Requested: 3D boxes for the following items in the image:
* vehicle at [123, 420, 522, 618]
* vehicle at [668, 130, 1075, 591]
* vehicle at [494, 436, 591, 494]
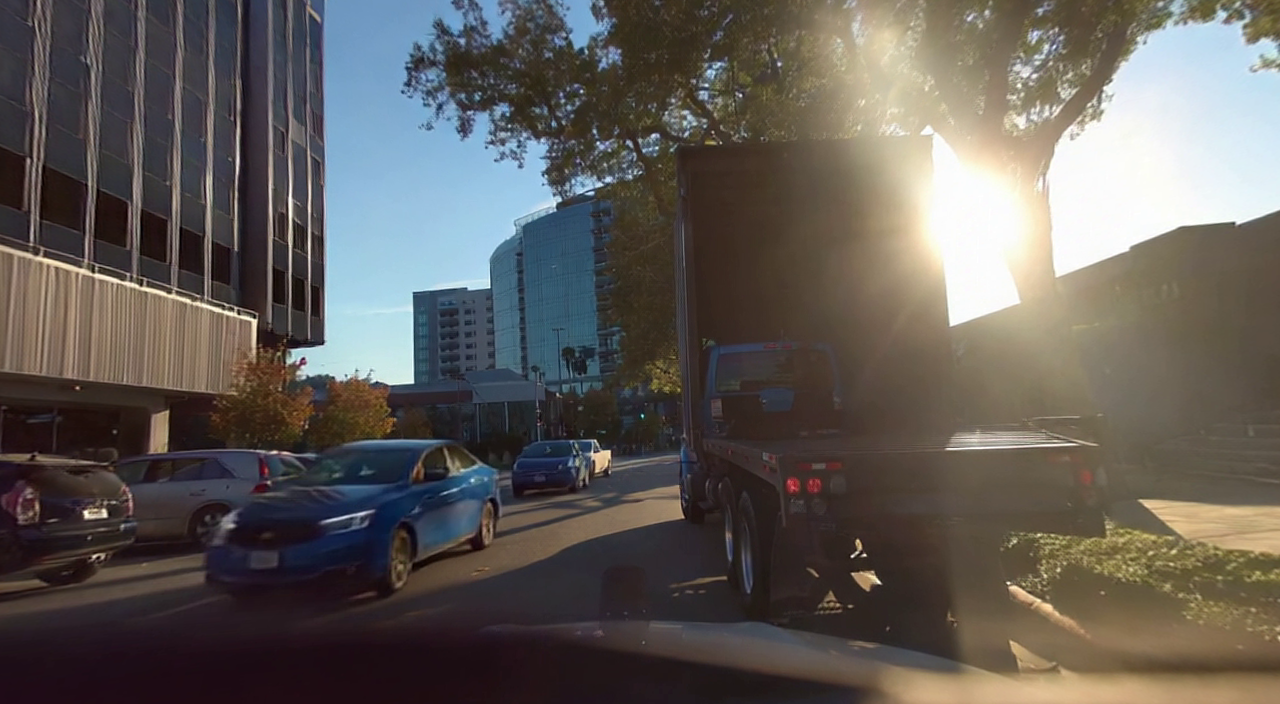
[{"bbox_3d":[-2.995,1.655,7.294,2.183,1.563,4.257,-1,-8,4],"label":"vehicle"},{"bbox_3d":[2.520,0.819,11.317,3.320,4.034,11.553,-1,-8,6],"label":"vehicle"},{"bbox_3d":[-2.942,3.532,20.120,2.311,1.631,4.510,0,-8,1],"label":"vehicle"}]
